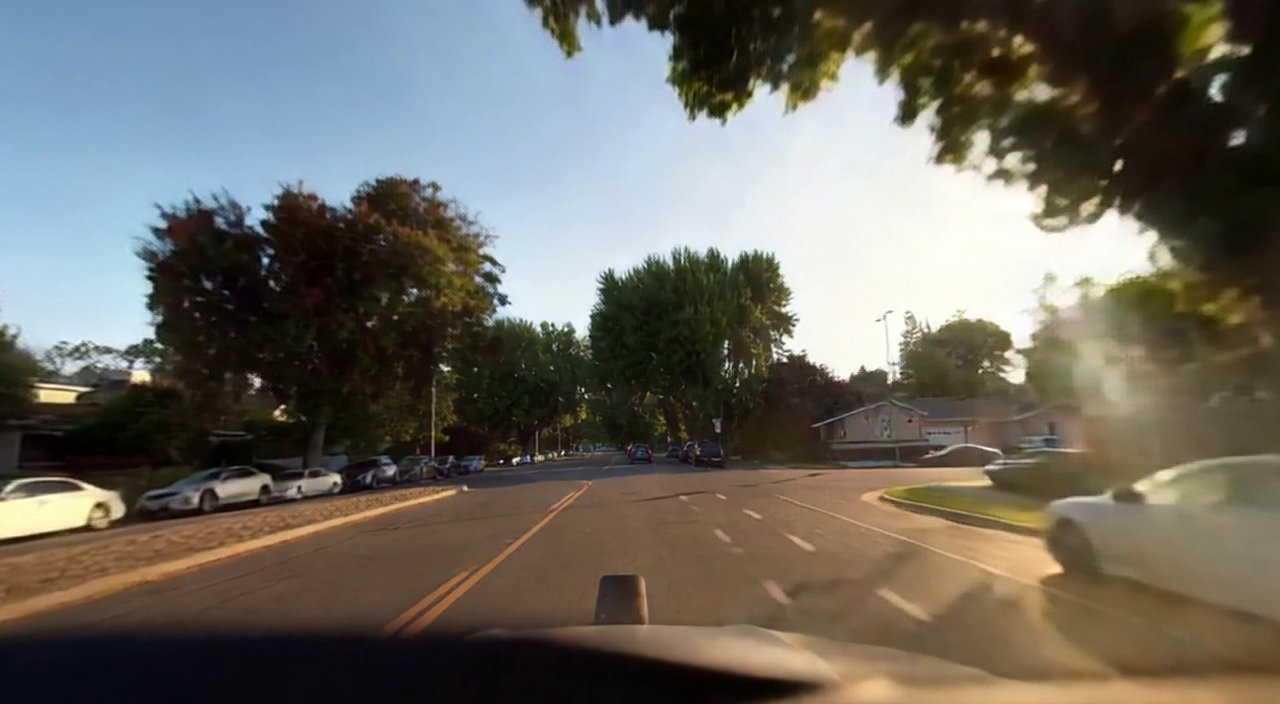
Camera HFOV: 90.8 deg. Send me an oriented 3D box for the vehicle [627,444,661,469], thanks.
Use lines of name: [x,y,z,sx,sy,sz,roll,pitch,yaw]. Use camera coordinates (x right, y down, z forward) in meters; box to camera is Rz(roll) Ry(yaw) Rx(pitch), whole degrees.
vehicle: [0.217,6.483,39.465,2.022,1.471,3.973,0,-9,-1]

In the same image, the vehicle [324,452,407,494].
vehicle: [-12.715,5.591,29.623,1.938,1.738,4.516,0,-9,-2]

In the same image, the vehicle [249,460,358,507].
vehicle: [-12.520,4.888,23.841,1.810,1.399,4.285,-4,-9,0]

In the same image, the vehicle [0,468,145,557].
vehicle: [-12.405,3.083,12.321,1.916,1.463,4.564,0,-9,-2]

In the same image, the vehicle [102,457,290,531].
vehicle: [-12.281,3.906,18.026,1.905,1.503,5.015,-4,-8,-2]

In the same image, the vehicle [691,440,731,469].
vehicle: [5.126,7.466,46.441,2.195,2.000,4.789,1,-8,-3]

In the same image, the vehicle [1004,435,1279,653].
vehicle: [5.256,1.385,4.887,1.978,1.438,4.716,0,-9,-1]

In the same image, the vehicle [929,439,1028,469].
vehicle: [18.494,5.606,34.668,4.240,1.560,1.929,0,-9,2]

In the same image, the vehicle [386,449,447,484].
vehicle: [-12.627,6.462,36.049,1.904,1.805,5.100,0,-9,-3]
